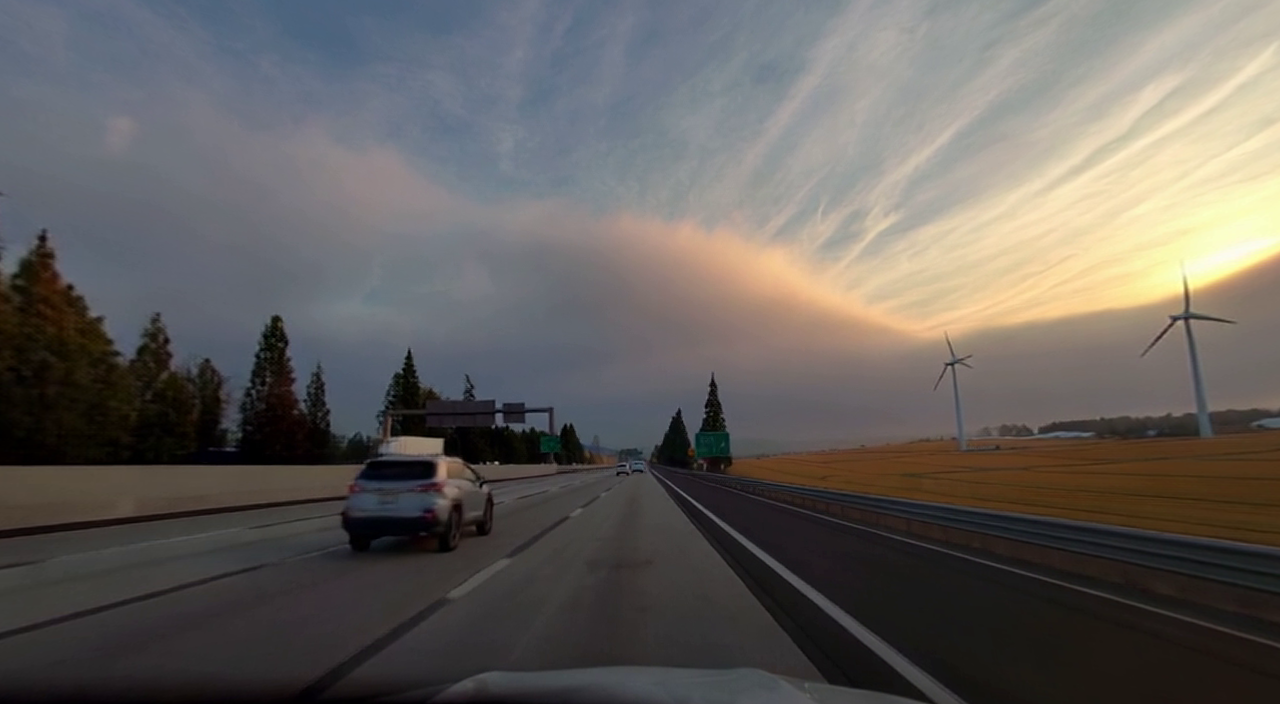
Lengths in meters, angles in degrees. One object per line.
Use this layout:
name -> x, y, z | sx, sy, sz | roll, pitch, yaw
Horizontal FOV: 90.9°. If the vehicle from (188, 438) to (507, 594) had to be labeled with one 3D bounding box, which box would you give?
vehicle -> -3.428, 2.079, 8.746 | 2.039, 1.505, 4.843 | 1, -10, 1
